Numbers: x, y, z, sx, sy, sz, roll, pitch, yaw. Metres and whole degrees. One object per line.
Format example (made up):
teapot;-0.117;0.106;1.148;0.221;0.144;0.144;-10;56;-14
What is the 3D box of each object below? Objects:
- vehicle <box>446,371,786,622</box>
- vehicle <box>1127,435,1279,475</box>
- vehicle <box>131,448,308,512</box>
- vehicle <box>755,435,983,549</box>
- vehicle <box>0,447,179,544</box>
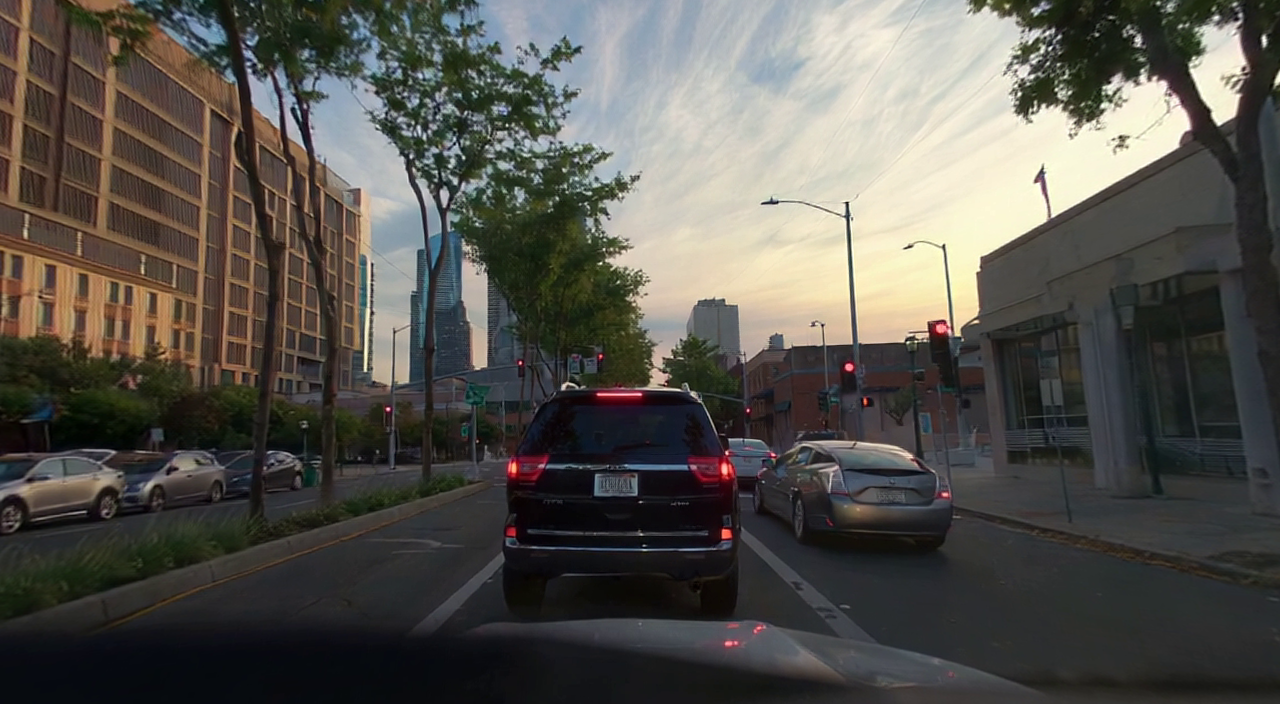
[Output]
vehicle;-0.167;1.358;6.777;2.453;1.816;4.300;0;-8;0
vehicle;22.174;4.048;24.956;4.055;1.469;1.848;-4;-9;26
vehicle;-12.468;3.775;19.123;2.207;1.648;4.675;0;-8;-1
vehicle;3.290;2.083;10.080;2.056;1.422;4.130;0;-8;-1
vehicle;-12.545;2.911;13.452;1.891;1.723;4.360;0;-8;1
